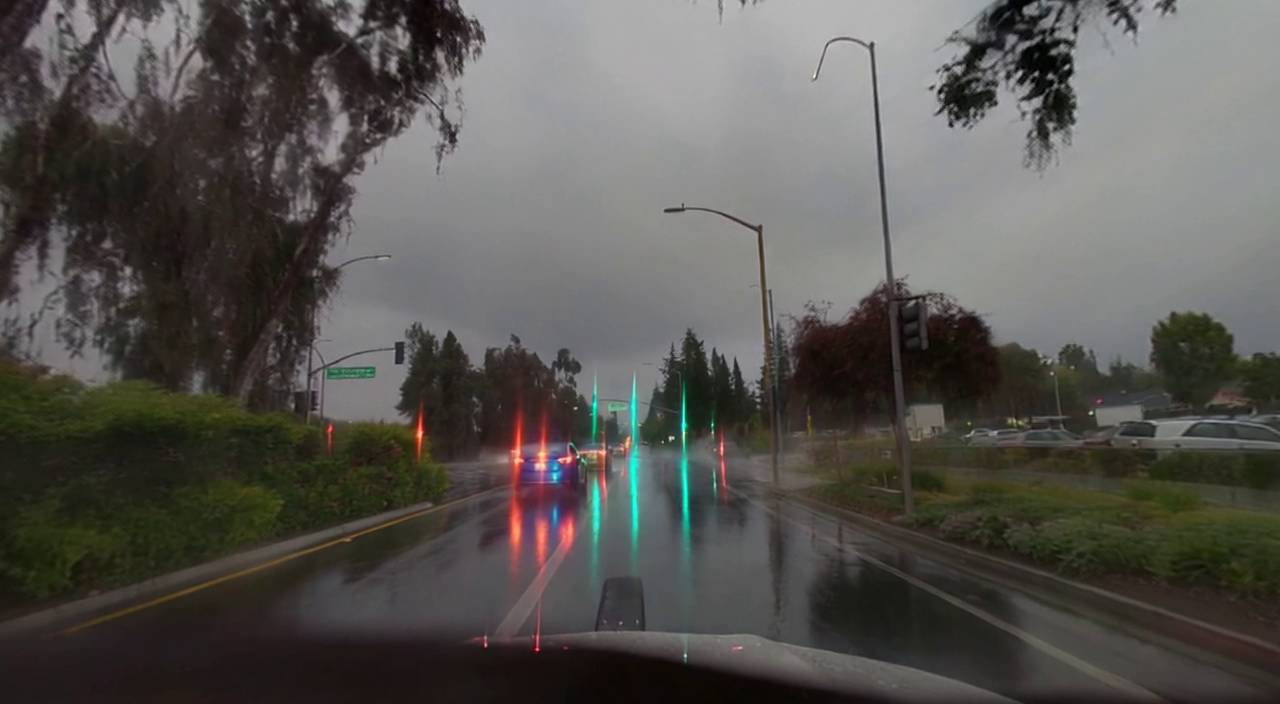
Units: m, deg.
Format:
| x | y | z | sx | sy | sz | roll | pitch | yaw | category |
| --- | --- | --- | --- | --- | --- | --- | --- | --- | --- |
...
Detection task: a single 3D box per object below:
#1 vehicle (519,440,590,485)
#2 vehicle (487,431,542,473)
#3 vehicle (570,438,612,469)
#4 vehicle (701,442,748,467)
| x | y | z | sx | sy | sz | roll | pitch | yaw | category |
| --- | --- | --- | --- | --- | --- | --- | --- | --- | --- |
| -3.026 | 4.006 | 23.178 | 1.979 | 1.492 | 3.930 | 0 | -9 | 1 | vehicle |
| -6.559 | 5.277 | 33.548 | 2.390 | 2.020 | 5.085 | 1 | -9 | -6 | vehicle |
| -2.800 | 5.908 | 36.932 | 2.055 | 1.679 | 4.155 | 0 | -9 | 1 | vehicle |
| 5.308 | 6.342 | 39.236 | 1.945 | 1.410 | 4.284 | -3 | -9 | 21 | vehicle |
